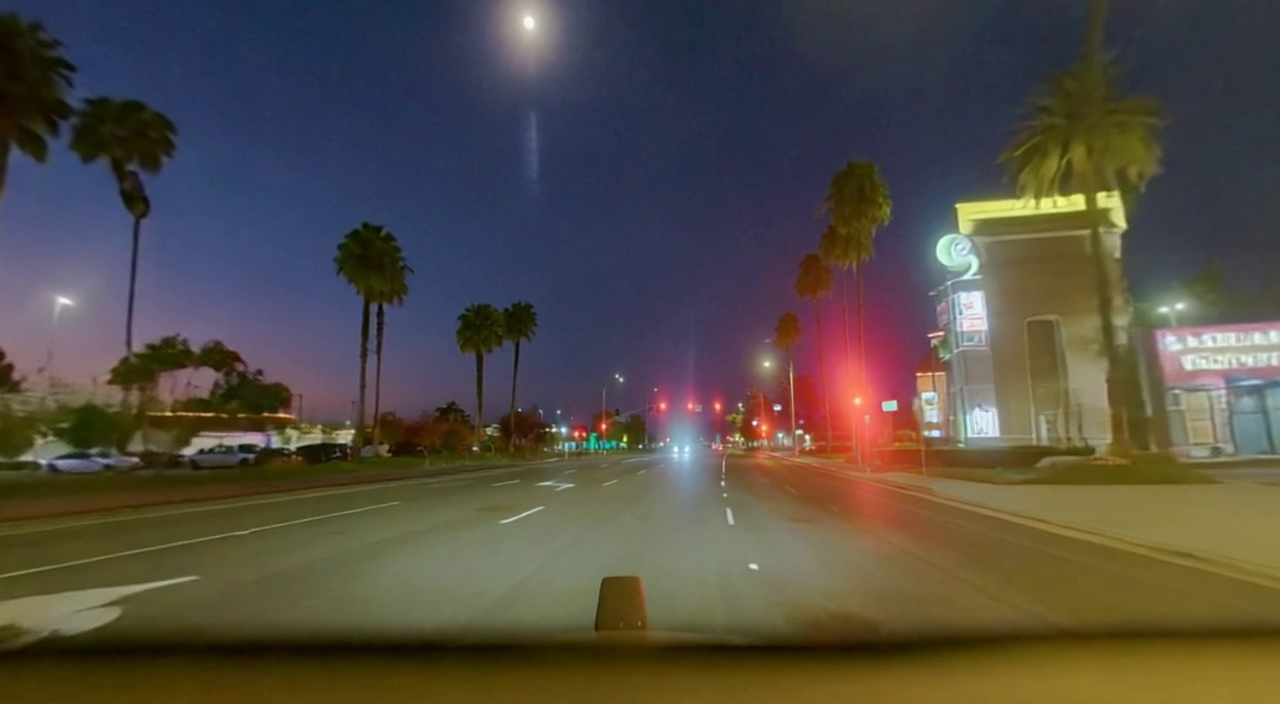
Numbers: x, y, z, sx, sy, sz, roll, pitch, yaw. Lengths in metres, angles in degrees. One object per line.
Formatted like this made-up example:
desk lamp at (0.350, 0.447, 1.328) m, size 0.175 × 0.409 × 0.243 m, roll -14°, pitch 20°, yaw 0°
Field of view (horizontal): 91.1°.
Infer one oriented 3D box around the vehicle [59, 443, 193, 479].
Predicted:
vehicle at (-23.173, 4.909, 28.424) m, size 4.440 × 1.541 × 1.851 m, roll 0°, pitch -9°, yaw 1°

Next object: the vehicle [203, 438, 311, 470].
vehicle at (-22.199, 5.908, 36.474) m, size 5.084 × 1.664 × 2.006 m, roll -2°, pitch -7°, yaw 4°
